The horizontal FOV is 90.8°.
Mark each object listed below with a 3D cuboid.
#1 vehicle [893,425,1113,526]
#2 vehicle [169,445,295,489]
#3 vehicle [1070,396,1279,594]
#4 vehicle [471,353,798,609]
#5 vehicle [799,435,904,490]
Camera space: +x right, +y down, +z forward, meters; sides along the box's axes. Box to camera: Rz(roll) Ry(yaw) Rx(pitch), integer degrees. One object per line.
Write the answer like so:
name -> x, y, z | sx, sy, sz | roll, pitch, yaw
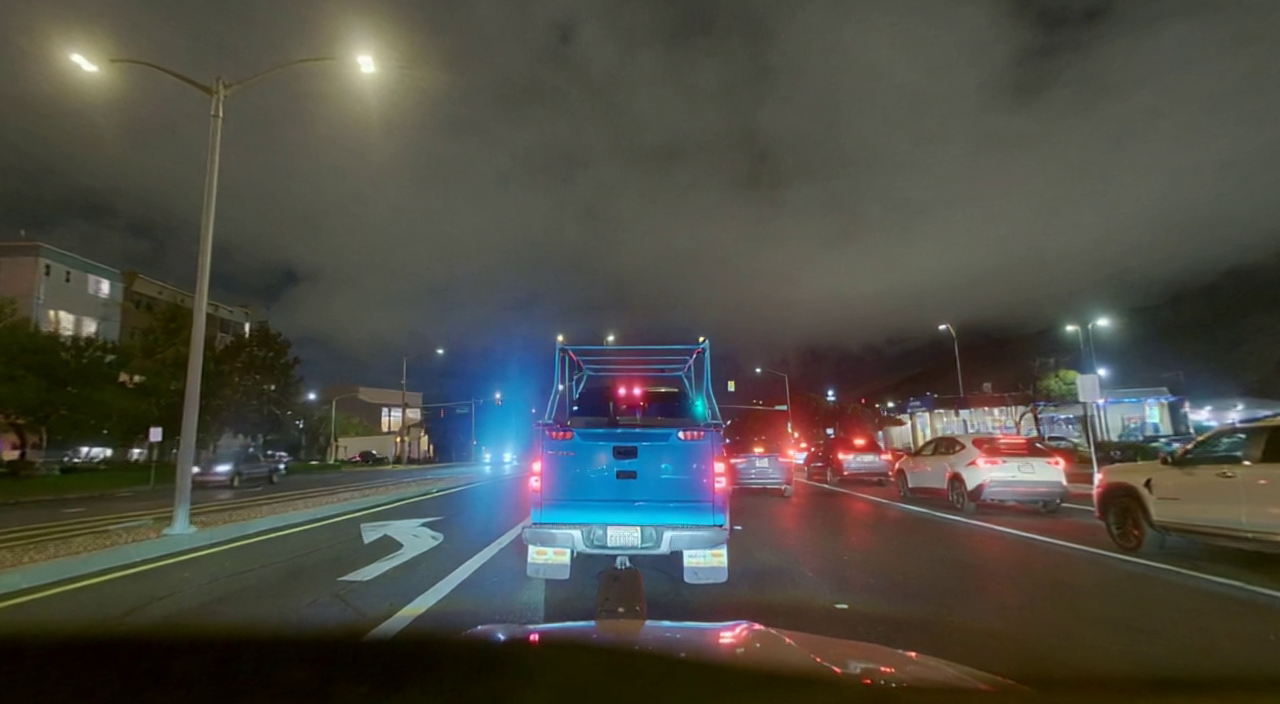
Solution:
vehicle -> 7.069, 2.434, 12.965 | 1.931, 1.692, 4.267 | 0, -9, 0
vehicle -> -19.459, 5.483, 30.582 | 2.205, 1.916, 5.771 | 0, -9, 0
vehicle -> 6.818, 1.362, 6.169 | 2.023, 1.771, 4.488 | 0, -9, 0
vehicle -> -0.098, 1.478, 8.158 | 2.682, 2.117, 5.706 | 0, -9, -1
vehicle -> 7.066, 3.739, 21.620 | 1.953, 1.665, 4.327 | 0, -9, -2
